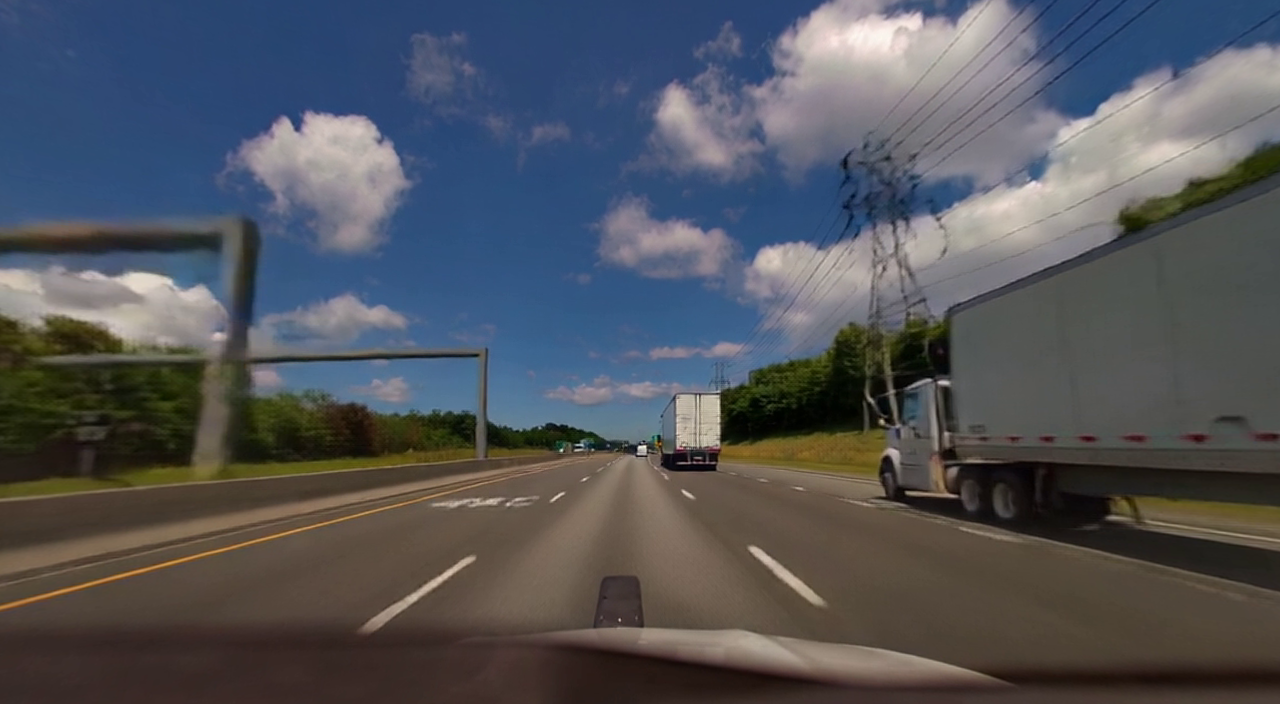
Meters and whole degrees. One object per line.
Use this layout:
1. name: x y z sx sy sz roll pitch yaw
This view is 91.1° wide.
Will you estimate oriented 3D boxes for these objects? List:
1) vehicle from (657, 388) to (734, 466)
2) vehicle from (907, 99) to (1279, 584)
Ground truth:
1. vehicle: 3.090 5.157 41.212 3.202 4.046 17.146 0 -9 -1
2. vehicle: 7.248 -0.340 3.853 3.400 4.134 17.388 0 -9 -1
